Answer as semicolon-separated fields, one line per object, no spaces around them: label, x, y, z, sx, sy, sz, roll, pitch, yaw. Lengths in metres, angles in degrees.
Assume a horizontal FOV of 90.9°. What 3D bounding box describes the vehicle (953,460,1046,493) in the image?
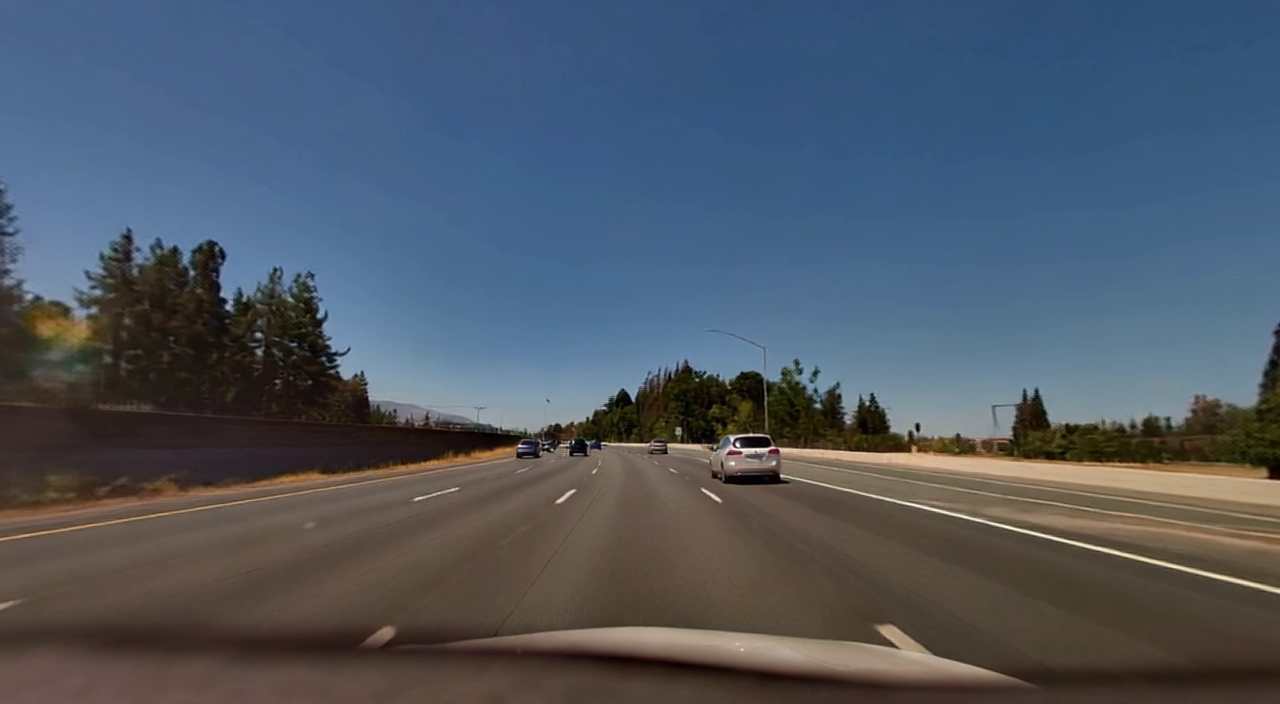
vehicle;20.268;7.001;35.828;2.033;1.580;4.752;1;-8;-8

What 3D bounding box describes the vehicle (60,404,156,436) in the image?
vehicle;-25.772;3.347;30.709;1.606;1.450;3.588;0;-8;-3

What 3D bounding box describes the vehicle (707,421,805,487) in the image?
vehicle;3.402;3.112;19.443;2.043;1.795;4.347;0;-8;-2
